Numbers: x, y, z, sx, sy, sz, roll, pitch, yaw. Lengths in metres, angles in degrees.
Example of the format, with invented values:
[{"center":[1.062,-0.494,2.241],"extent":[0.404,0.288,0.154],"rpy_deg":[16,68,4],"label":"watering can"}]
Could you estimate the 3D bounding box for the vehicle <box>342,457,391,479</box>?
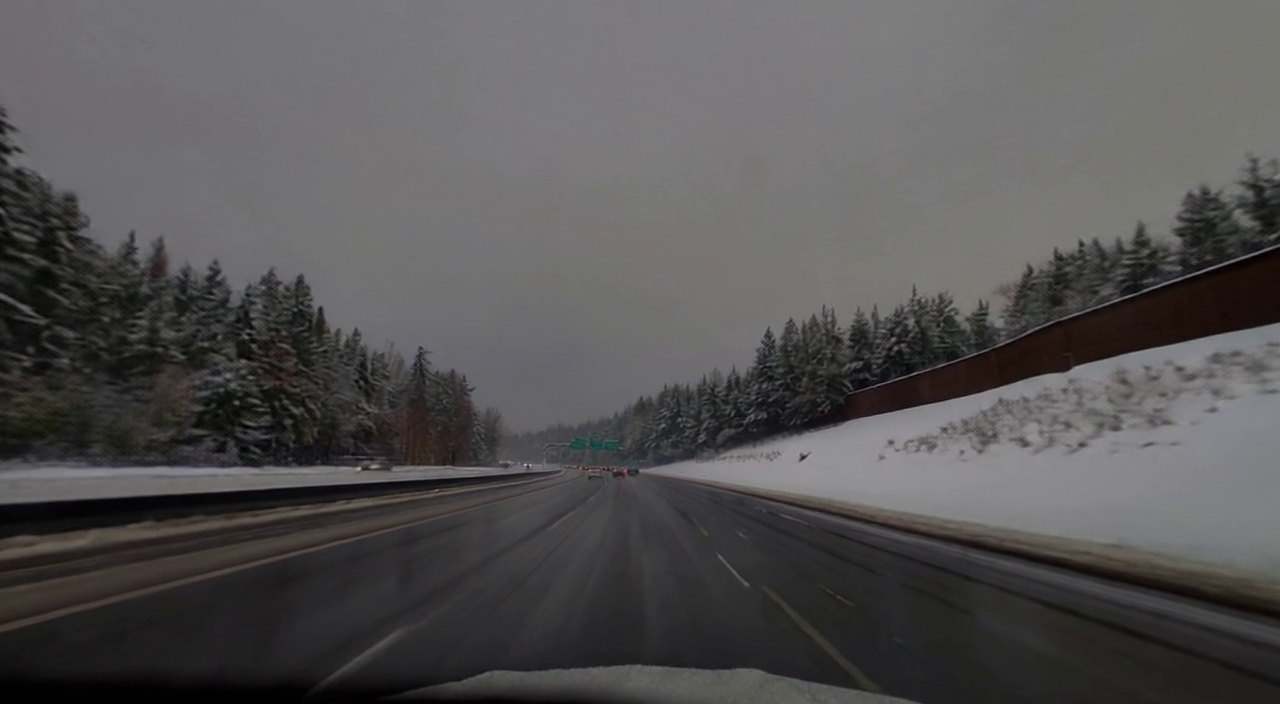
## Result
[{"center":[-21.494,9.167,49.715],"extent":[1.979,1.590,4.456],"rpy_deg":[1,-10,-2],"label":"vehicle"}]
